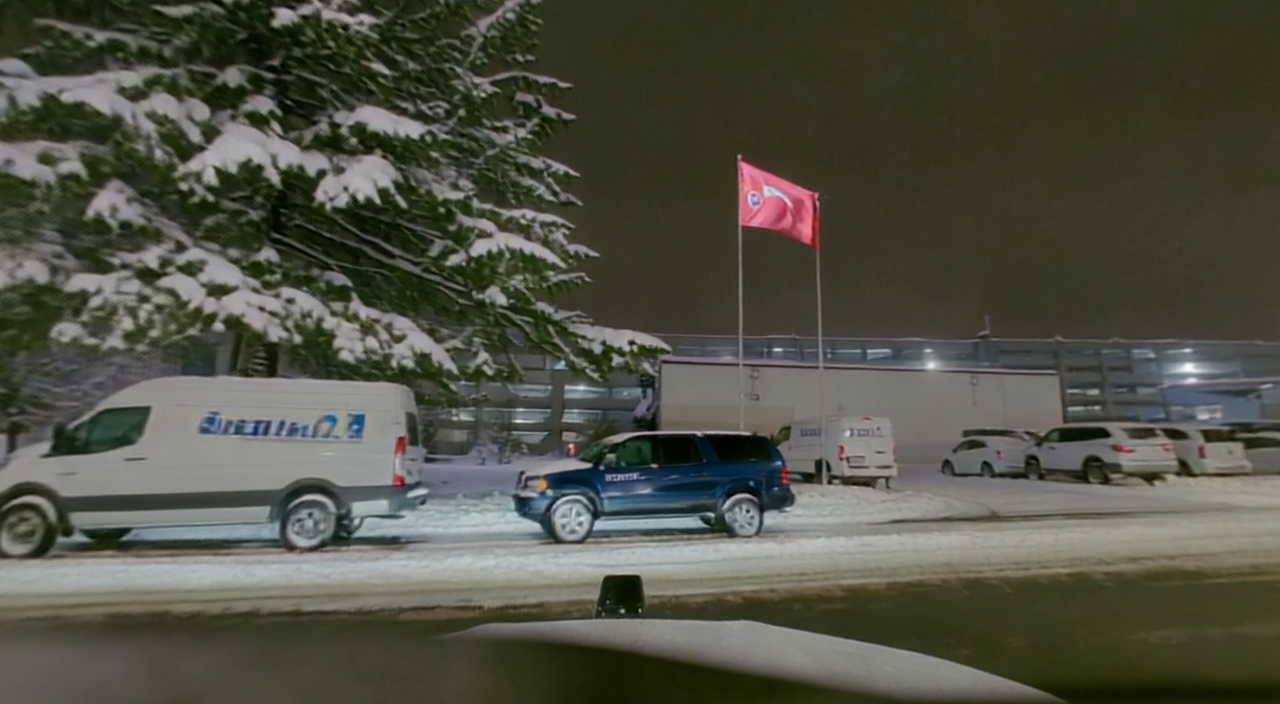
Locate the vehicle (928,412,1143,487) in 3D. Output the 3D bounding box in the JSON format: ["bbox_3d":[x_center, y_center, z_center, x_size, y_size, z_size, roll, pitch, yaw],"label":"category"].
[{"bbox_3d":[13.229,3.328,21.973,2.228,2.126,6.632,0,-8,-11],"label":"vehicle"}]

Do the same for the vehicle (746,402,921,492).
[{"bbox_3d":[5.621,2.934,19.637,2.491,2.324,5.986,2,-9,-12],"label":"vehicle"}]

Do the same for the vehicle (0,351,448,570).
[{"bbox_3d":[-6.145,1.586,9.652,5.899,2.757,2.257,2,-9,-13],"label":"vehicle"}]

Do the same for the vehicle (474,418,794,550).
[{"bbox_3d":[-0.170,2.137,10.750,4.992,1.894,2.043,2,-8,-13],"label":"vehicle"}]
